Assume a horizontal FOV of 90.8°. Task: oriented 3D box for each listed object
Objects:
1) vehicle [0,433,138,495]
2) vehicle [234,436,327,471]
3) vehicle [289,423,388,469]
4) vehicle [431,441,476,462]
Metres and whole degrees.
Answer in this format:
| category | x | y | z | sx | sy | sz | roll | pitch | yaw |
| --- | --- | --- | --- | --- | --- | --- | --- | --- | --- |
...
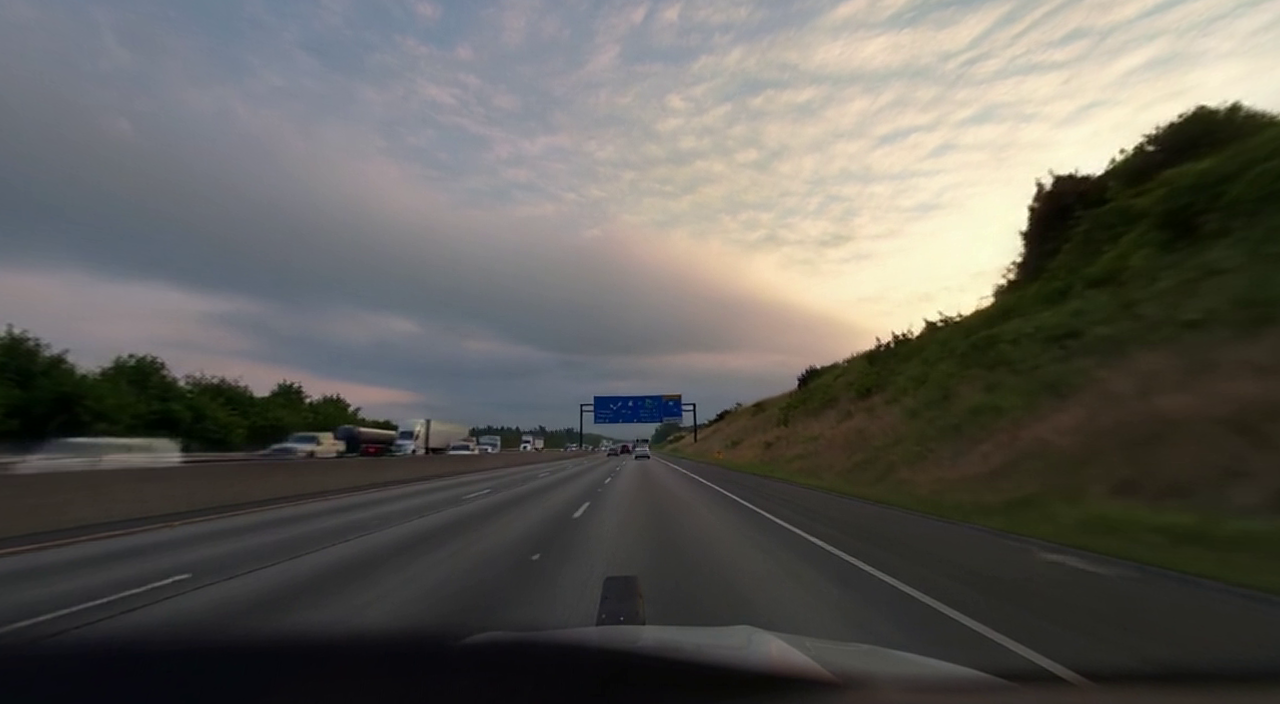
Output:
| category | x | y | z | sx | sy | sz | roll | pitch | yaw |
| --- | --- | --- | --- | --- | --- | --- | --- | --- | --- |
| vehicle | -16.377 | 3.003 | 17.151 | 1.918 | 1.483 | 4.211 | 0 | -9 | 1 |
| vehicle | -18.680 | 5.317 | 33.063 | 2.040 | 1.677 | 4.753 | 0 | -9 | 0 |
| vehicle | -18.748 | 5.938 | 39.838 | 2.622 | 2.633 | 6.982 | 0 | -9 | 1 |
| vehicle | -14.636 | 7.830 | 49.774 | 2.066 | 1.592 | 4.822 | 0 | -9 | 0 |
